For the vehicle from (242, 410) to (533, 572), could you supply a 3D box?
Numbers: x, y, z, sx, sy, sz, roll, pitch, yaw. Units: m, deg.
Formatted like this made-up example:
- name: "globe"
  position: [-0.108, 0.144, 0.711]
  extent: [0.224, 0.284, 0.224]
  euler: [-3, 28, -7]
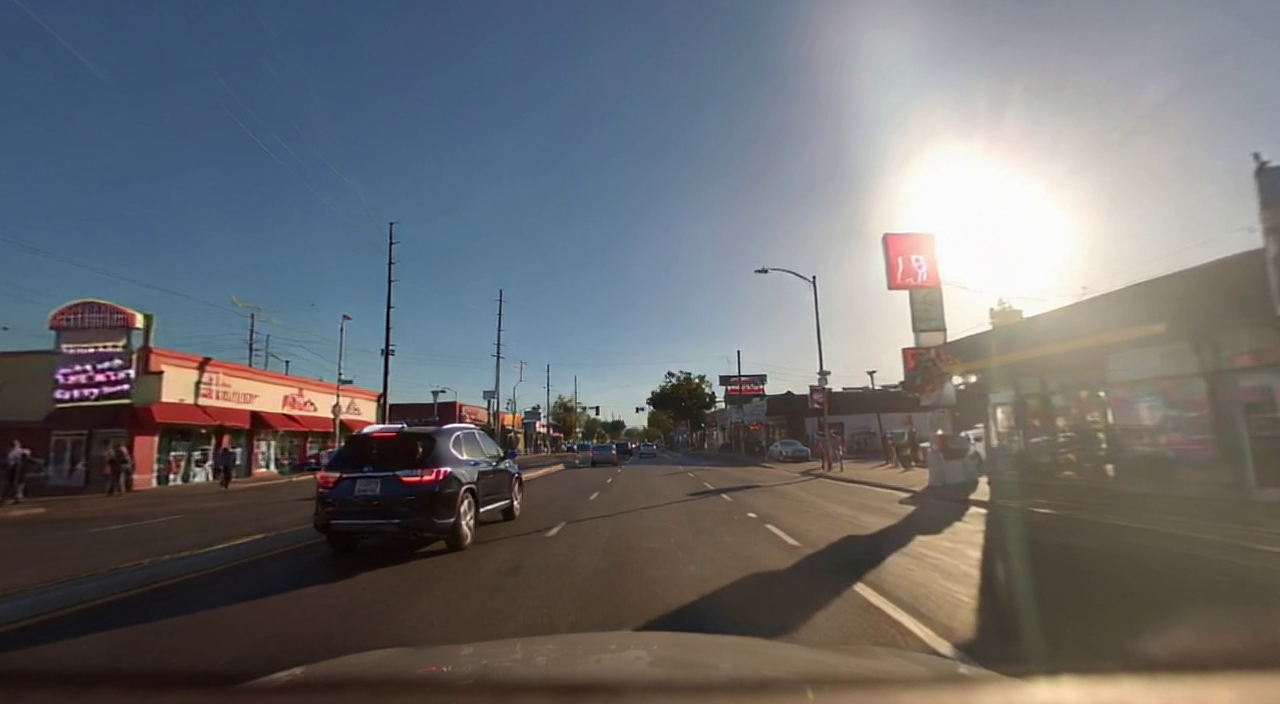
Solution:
- name: "vehicle"
  position: [-2.975, 1.761, 8.739]
  extent: [2.049, 1.646, 4.445]
  euler: [-1, -9, 2]

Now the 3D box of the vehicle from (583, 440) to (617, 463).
- name: "vehicle"
  position: [-2.710, 6.876, 43.665]
  extent: [1.950, 1.450, 4.257]
  euler: [-1, -9, 2]

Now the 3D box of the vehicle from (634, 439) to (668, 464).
- name: "vehicle"
  position: [0.668, 6.286, 39.817]
  extent: [2.037, 1.484, 4.073]
  euler: [0, -9, 1]

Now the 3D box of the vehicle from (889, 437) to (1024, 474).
- name: "vehicle"
  position: [13.421, 4.393, 26.953]
  extent: [4.707, 1.485, 1.948]
  euler: [0, -9, -1]
